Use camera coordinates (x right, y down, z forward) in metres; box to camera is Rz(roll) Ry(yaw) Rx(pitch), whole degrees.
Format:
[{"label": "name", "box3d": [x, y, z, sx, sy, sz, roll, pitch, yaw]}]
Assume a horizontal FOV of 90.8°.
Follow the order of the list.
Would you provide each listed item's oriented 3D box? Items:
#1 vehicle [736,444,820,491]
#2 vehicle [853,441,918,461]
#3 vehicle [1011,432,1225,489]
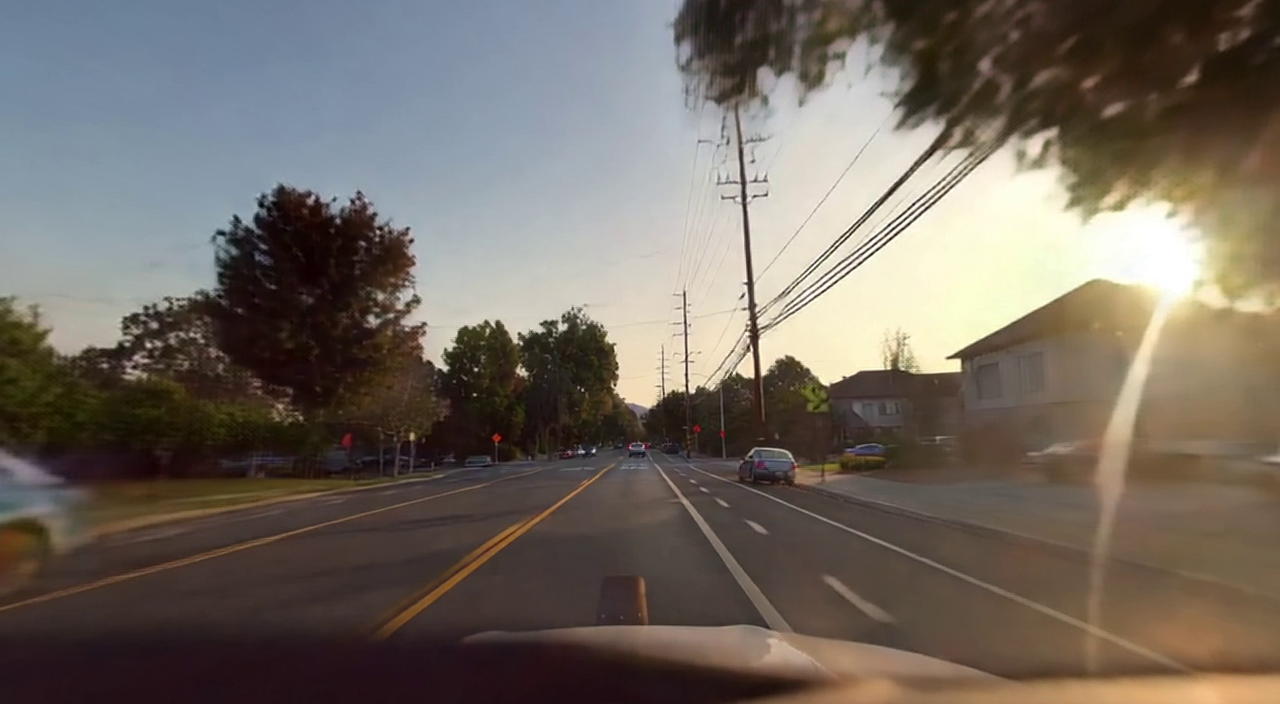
[{"label": "vehicle", "box3d": [4.785, 4.059, 22.635, 1.987, 1.479, 4.562, 0, -9, 0]}, {"label": "vehicle", "box3d": [19.091, 7.741, 49.242, 4.292, 1.489, 1.895, 0, -9, 0]}, {"label": "vehicle", "box3d": [12.859, 2.944, 17.224, 4.301, 1.434, 1.803, 0, -9, 1]}]
